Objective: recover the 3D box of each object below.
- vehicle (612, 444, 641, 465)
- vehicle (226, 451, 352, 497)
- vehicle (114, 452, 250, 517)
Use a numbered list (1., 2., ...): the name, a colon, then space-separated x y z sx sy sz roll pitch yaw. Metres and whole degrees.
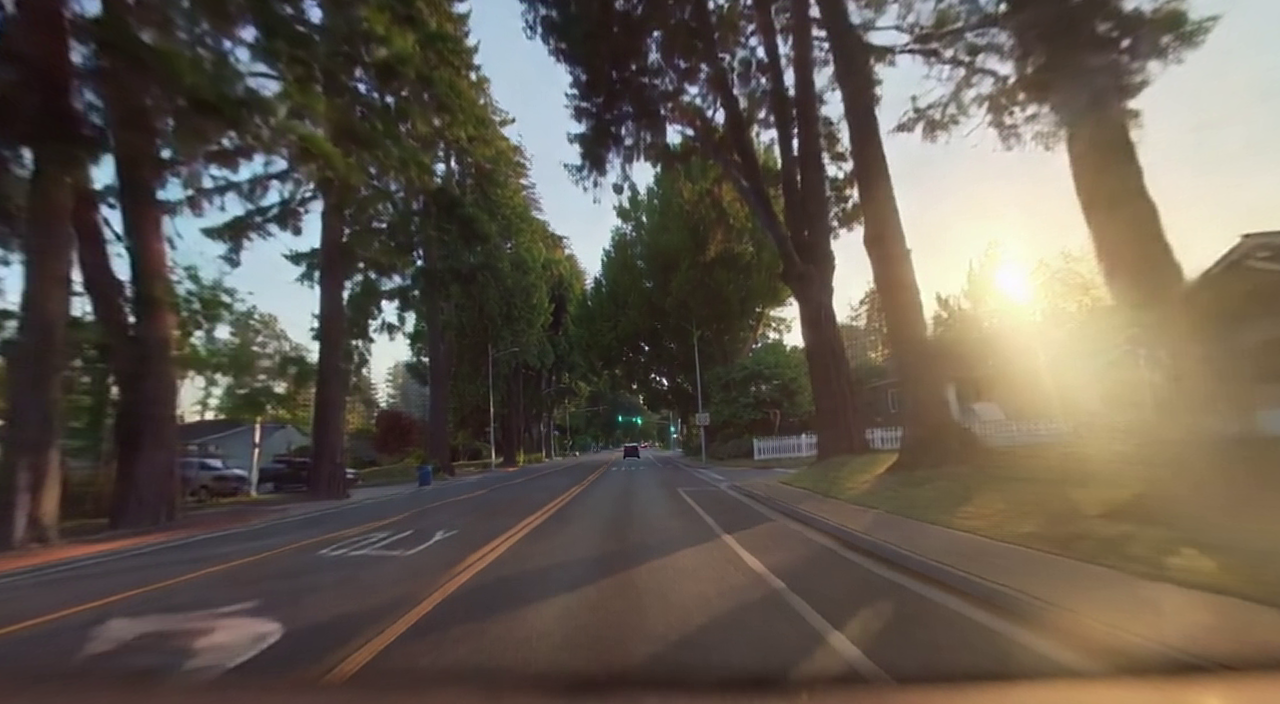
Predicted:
1. vehicle: -1.005 7.743 48.064 2.104 1.500 3.815 0 -8 -1
2. vehicle: -16.141 5.612 29.281 2.043 1.803 4.631 -12 -13 37
3. vehicle: -16.658 4.739 23.427 2.378 1.922 5.801 0 -8 -18
